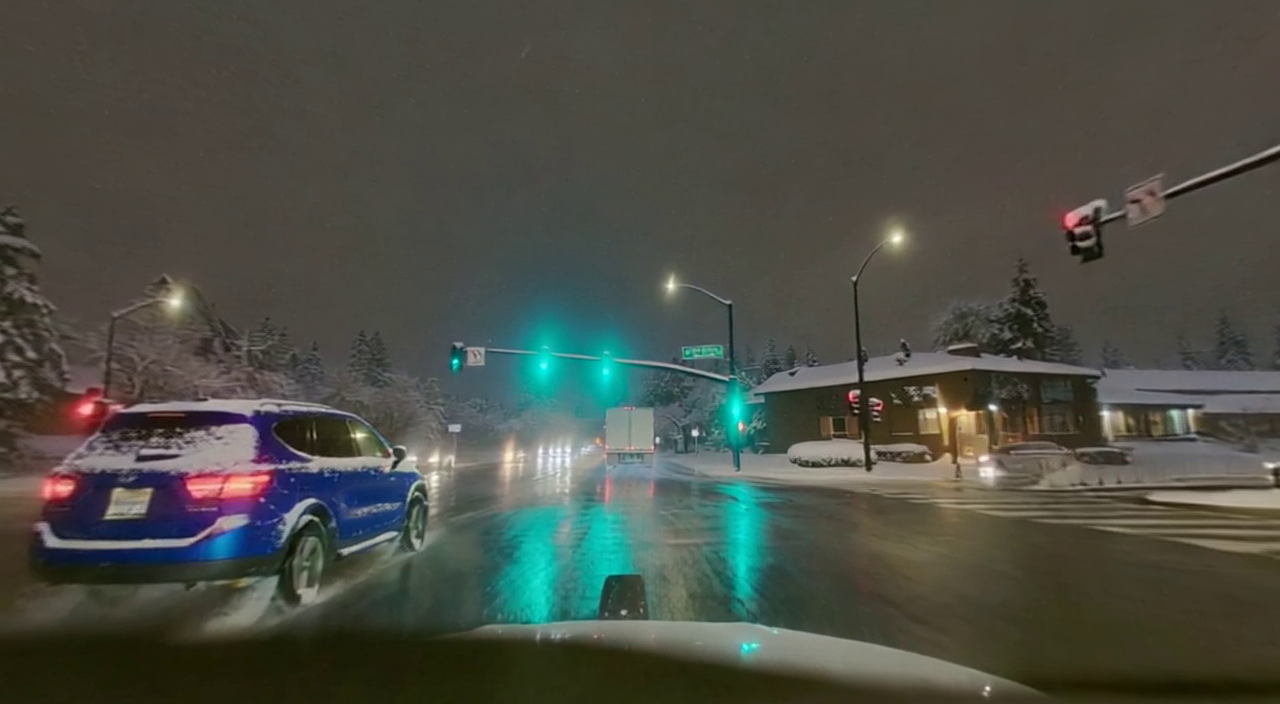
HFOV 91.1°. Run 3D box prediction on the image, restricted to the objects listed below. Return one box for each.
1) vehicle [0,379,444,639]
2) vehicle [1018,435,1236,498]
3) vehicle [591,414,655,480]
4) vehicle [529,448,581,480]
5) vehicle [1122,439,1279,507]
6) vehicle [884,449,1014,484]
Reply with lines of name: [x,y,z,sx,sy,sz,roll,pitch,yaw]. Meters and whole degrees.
vehicle: [-4.054,1.472,6.960,2.178,1.826,4.933,0,-9,0]
vehicle: [14.163,3.329,18.501,4.609,1.723,2.157,0,-9,-1]
vehicle: [-0.830,4.965,32.807,2.993,3.051,6.692,0,-9,0]
vehicle: [-4.148,5.504,31.214,2.023,1.483,4.143,0,-9,-1]
vehicle: [15.090,2.892,15.291,4.983,1.511,2.077,0,-9,-1]
vehicle: [14.047,5.206,28.749,4.807,1.530,2.066,0,-9,-2]
